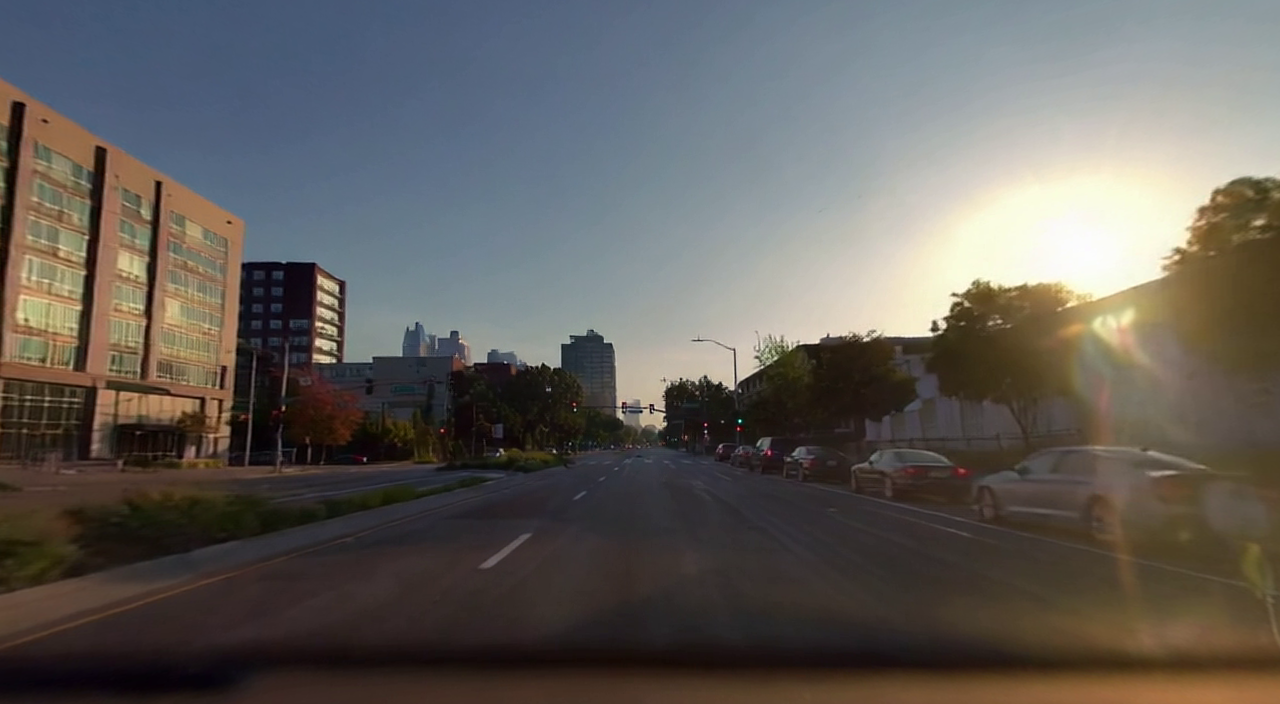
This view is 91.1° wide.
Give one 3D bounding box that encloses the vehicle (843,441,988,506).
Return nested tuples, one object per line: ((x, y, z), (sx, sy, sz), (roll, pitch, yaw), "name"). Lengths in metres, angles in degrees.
((7.033, 3.134, 16.633), (1.864, 1.466, 4.352), (0, -9, 0), "vehicle")

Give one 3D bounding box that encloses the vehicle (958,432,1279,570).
((6.924, 2.023, 9.440), (1.884, 1.523, 4.746), (0, -9, 2), "vehicle")

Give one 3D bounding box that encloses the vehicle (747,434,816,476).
((6.800, 5.042, 30.839), (2.169, 1.876, 4.931), (0, -9, -1), "vehicle")

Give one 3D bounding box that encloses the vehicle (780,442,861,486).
((6.867, 4.303, 24.443), (1.863, 1.512, 4.525), (0, -9, 1), "vehicle")
